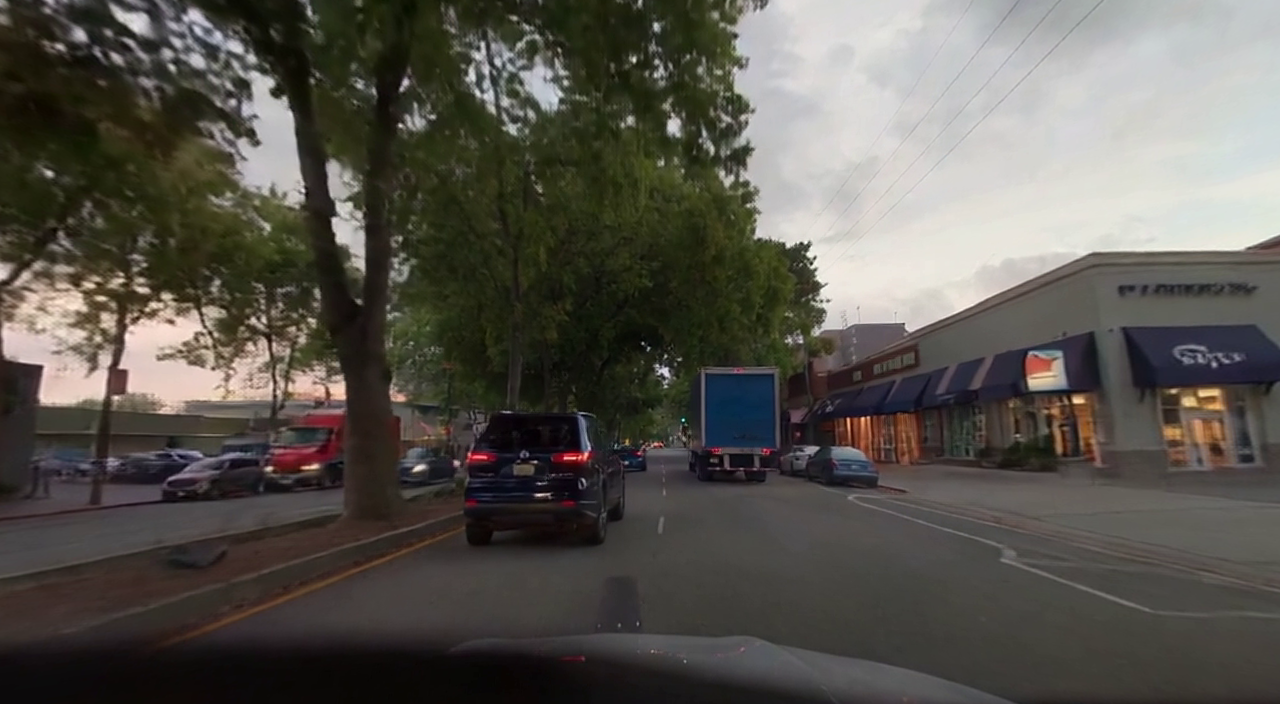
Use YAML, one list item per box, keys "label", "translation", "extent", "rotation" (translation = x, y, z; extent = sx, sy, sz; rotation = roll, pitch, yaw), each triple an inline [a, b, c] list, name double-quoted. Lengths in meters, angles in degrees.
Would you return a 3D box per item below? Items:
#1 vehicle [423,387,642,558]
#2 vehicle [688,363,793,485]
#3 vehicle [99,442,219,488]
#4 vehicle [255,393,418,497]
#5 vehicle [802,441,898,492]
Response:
- label: "vehicle"
  translation: [-1.307, 1.815, 10.124]
  extent: [2.293, 2.036, 4.853]
  rotation: [-1, -9, 4]
- label: "vehicle"
  translation: [3.957, 3.402, 28.341]
  extent: [3.007, 4.206, 12.913]
  rotation: [-1, -8, 2]
- label: "vehicle"
  translation: [-27.639, 6.465, 36.675]
  extent: [2.153, 2.378, 5.796]
  rotation: [0, -8, 3]
- label: "vehicle"
  translation: [-12.294, 3.899, 26.569]
  extent: [3.027, 3.656, 7.024]
  rotation: [-3, -9, 4]
- label: "vehicle"
  translation: [6.847, 3.751, 21.065]
  extent: [1.929, 1.522, 4.158]
  rotation: [-1, -9, 3]
